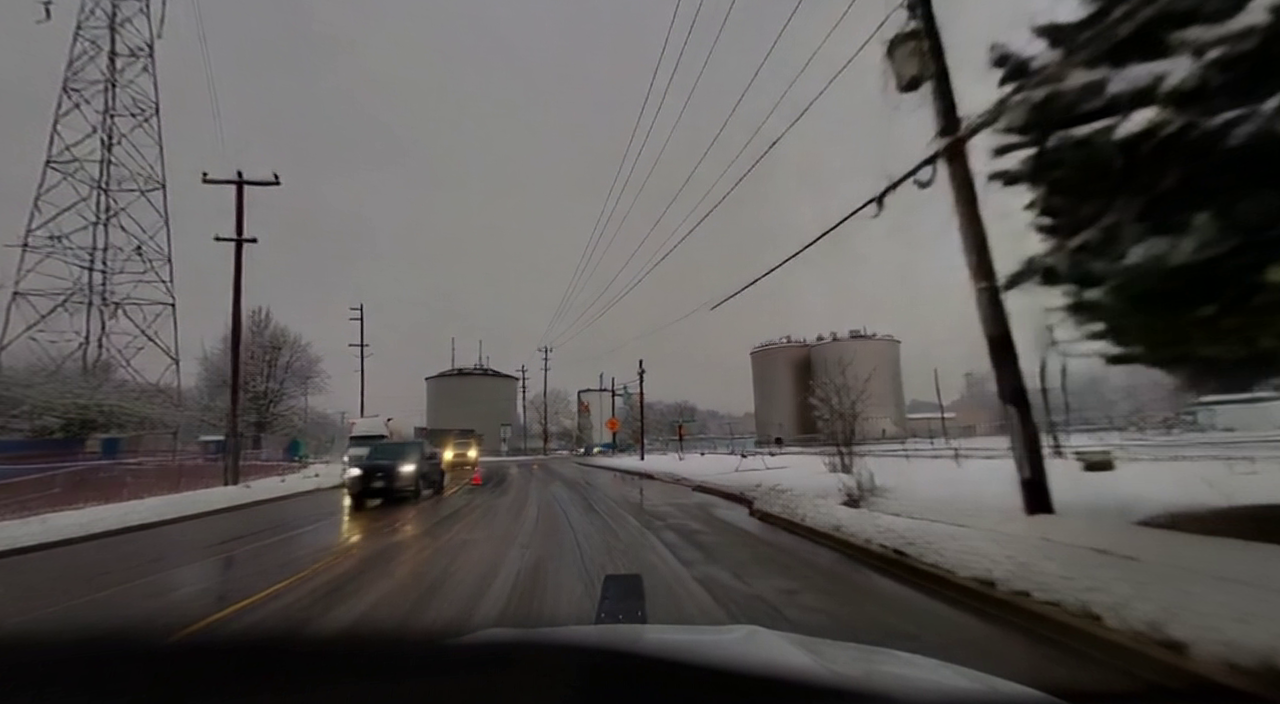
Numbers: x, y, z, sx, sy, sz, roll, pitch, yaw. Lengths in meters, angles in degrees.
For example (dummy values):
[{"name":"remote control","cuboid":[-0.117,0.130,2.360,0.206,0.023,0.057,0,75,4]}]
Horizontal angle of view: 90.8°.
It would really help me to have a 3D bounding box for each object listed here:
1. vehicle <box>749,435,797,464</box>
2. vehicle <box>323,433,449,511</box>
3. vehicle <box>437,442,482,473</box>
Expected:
[{"name":"vehicle","cuboid":[7.274,5.396,34.939,1.829,1.487,4.352,0,-8,2]},{"name":"vehicle","cuboid":[-6.594,3.122,17.024,2.079,1.770,4.684,1,-9,-9]},{"name":"vehicle","cuboid":[-11.215,6.570,39.604,2.282,1.809,5.297,2,-9,-12]}]
